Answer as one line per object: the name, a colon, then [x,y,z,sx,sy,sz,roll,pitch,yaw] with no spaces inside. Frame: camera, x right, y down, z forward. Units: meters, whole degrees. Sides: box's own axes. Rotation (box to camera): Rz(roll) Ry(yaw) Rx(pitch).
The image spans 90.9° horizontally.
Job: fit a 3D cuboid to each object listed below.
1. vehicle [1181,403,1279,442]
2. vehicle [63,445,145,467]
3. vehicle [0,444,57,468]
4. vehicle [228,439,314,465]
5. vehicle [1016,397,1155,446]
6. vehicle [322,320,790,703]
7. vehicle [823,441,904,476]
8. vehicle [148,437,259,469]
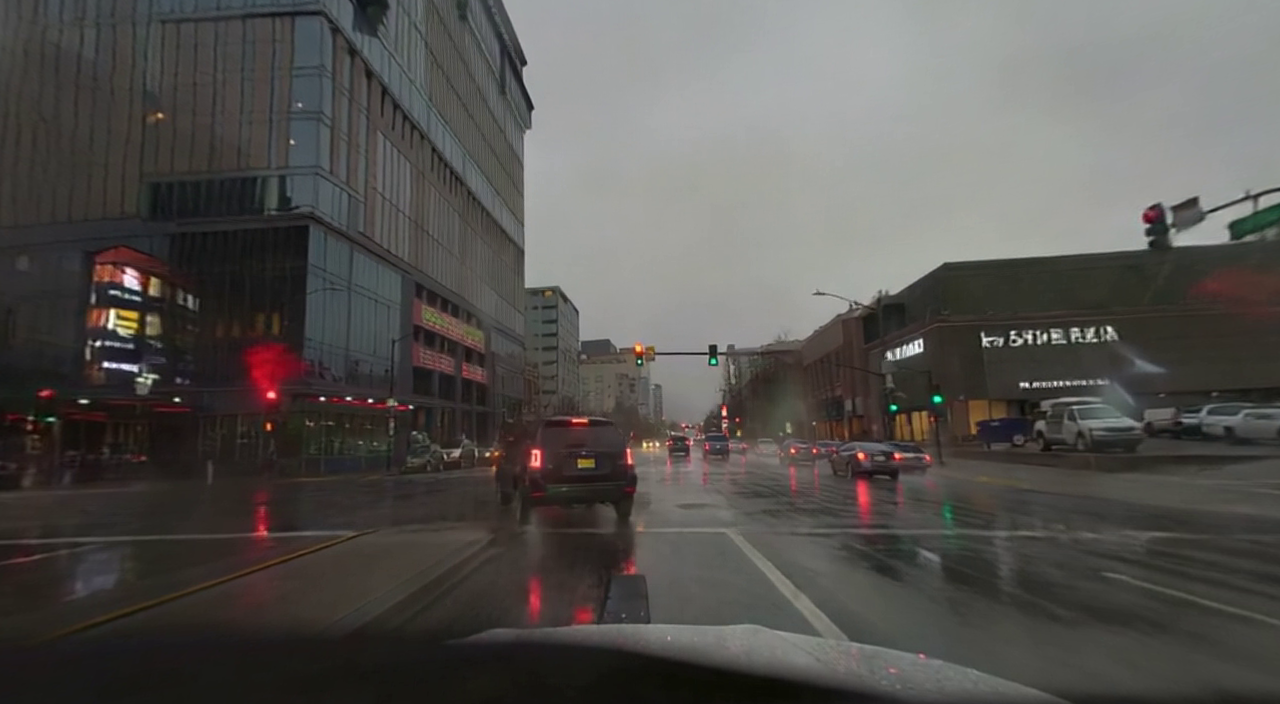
vehicle: [24.287,2.872,25.780,1.422,1.496,3.318,1,-6,1]
vehicle: [-36.384,7.076,42.837,4.054,1.382,1.564,1,-9,0]
vehicle: [-42.863,7.013,42.731,4.671,1.547,1.907,0,-8,-1]
vehicle: [-23.231,6.279,39.746,4.286,1.210,1.877,3,-3,4]
vehicle: [18.454,3.009,26.541,2.123,1.884,5.170,0,-8,1]
vehicle: [-0.477,1.159,5.630,2.242,1.812,4.993,-3,-9,-1]
vehicle: [9.743,4.658,27.905,1.863,1.426,4.494,0,-8,-1]
vehicle: [-23.882,5.569,34.635,4.511,1.670,2.082,0,-9,0]
